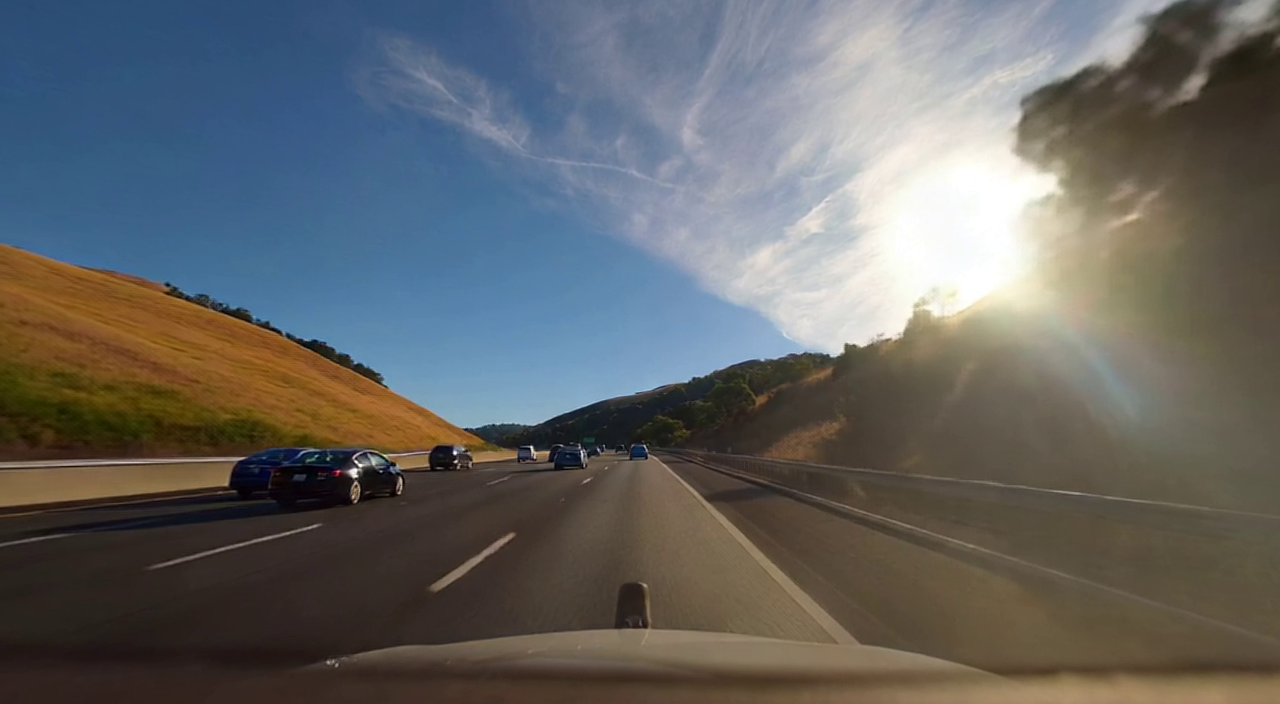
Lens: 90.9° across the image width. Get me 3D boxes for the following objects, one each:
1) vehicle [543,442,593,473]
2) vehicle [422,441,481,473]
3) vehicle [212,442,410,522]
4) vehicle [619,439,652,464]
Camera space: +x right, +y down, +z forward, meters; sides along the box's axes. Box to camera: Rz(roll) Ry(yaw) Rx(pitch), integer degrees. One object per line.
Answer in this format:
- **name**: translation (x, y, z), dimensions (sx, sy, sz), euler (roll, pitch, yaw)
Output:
- **vehicle**: translation (-3.841, 5.703, 34.449), dimensions (2.144, 1.505, 4.649), euler (0, -8, 0)
- **vehicle**: translation (-11.061, 6.142, 37.322), dimensions (2.025, 1.750, 4.505), euler (0, -8, 1)
- **vehicle**: translation (-6.860, 2.709, 13.811), dimensions (1.991, 1.441, 4.265), euler (0, -8, 1)
- **vehicle**: translation (-0.336, 6.989, 44.654), dimensions (2.225, 1.674, 4.044), euler (0, -8, -1)
